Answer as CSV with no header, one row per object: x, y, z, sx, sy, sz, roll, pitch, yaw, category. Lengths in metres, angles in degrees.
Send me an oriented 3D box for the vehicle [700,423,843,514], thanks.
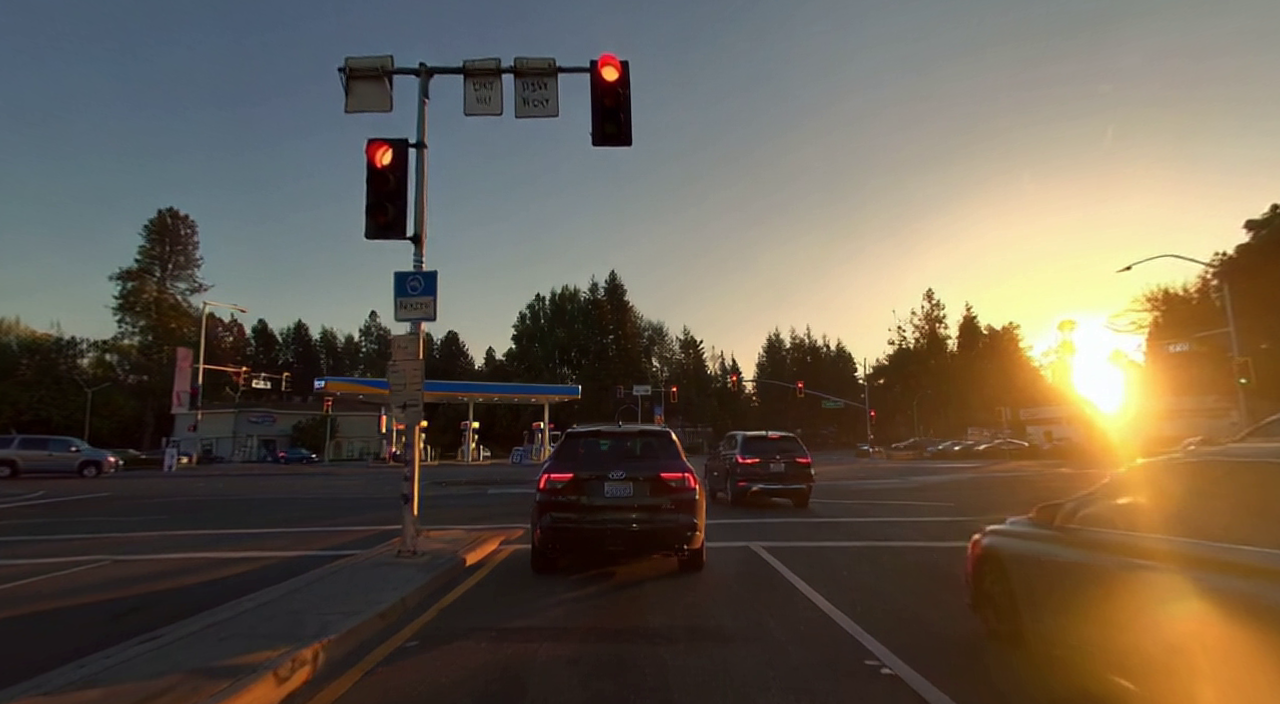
2.816,2.629,14.753,2.060,1.783,4.411,1,-9,-5,vehicle

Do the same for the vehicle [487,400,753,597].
-0.223,1.646,7.991,2.351,1.733,4.616,0,-9,-1,vehicle

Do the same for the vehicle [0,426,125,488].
-28.935,4.971,30.089,6.772,2.769,2.305,-1,-9,3,vehicle

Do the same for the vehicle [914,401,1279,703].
3.156,0.981,2.653,1.965,1.460,4.581,0,-9,0,vehicle
